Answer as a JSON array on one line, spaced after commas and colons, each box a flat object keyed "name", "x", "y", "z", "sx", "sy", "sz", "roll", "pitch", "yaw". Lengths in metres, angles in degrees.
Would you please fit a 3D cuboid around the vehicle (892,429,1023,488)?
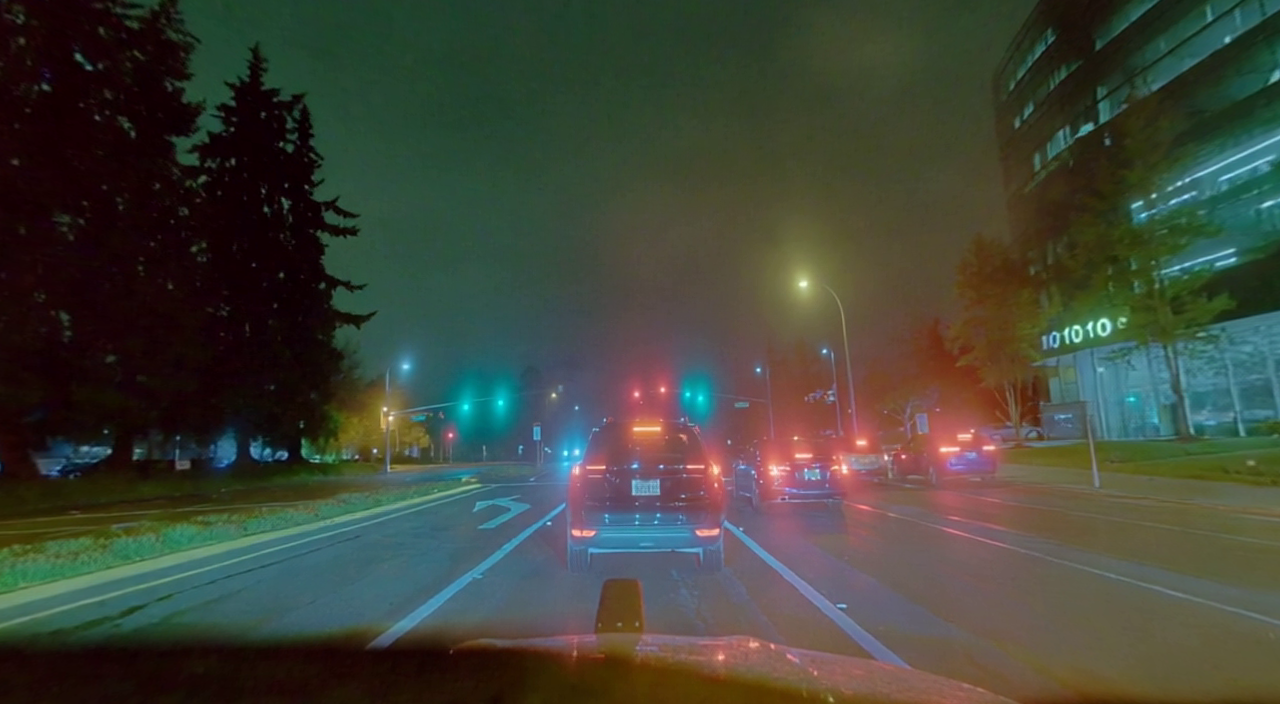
[{"name": "vehicle", "x": 10.865, "y": 3.696, "z": 22.132, "sx": 2.123, "sy": 1.812, "sz": 4.553, "roll": 0, "pitch": -9, "yaw": -1}]

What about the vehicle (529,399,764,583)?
[{"name": "vehicle", "x": 0.061, "y": 1.659, "z": 8.261, "sx": 2.266, "sy": 1.762, "sz": 4.131, "roll": 0, "pitch": -9, "yaw": 0}]

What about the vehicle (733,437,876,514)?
[{"name": "vehicle", "x": 3.497, "y": 2.718, "z": 14.408, "sx": 1.997, "sy": 1.471, "sz": 4.321, "roll": 0, "pitch": -9, "yaw": -1}]
